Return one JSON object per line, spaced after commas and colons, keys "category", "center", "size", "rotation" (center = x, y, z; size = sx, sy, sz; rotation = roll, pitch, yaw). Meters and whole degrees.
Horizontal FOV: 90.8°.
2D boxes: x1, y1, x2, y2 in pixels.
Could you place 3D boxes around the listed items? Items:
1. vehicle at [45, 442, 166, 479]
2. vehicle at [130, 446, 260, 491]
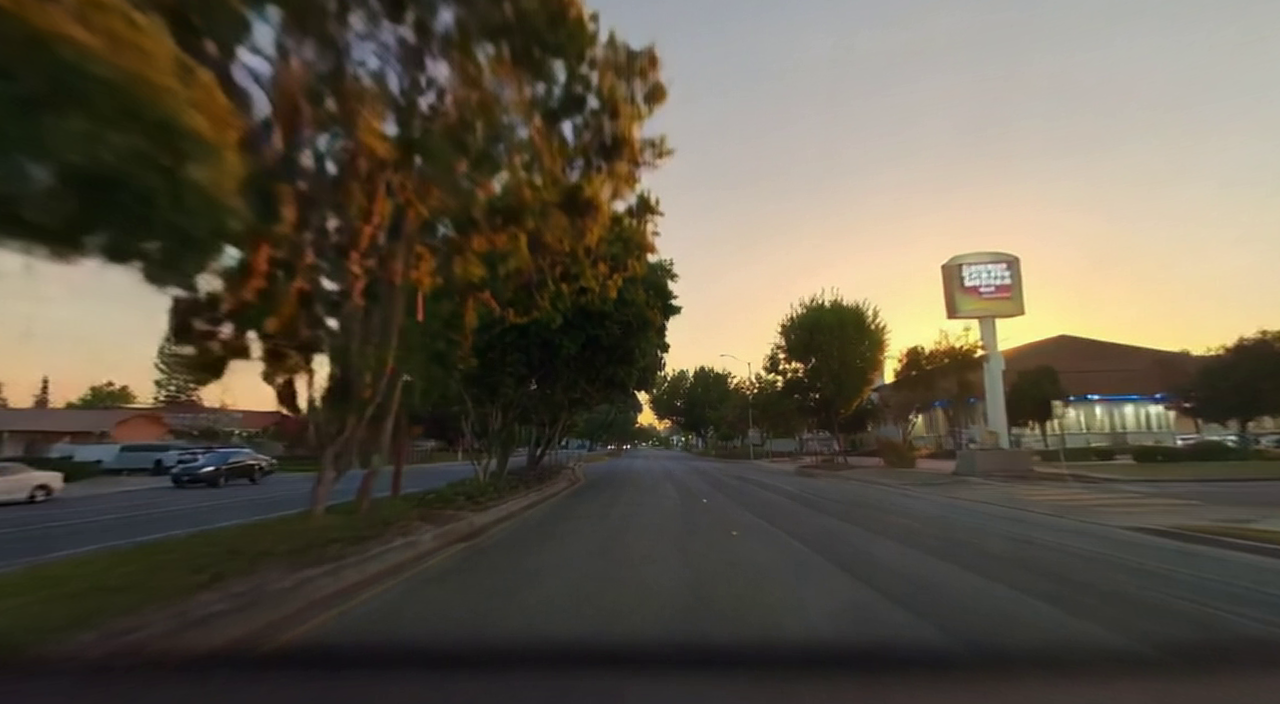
{"category": "vehicle", "center": [-27.025, 5.482, 32.055], "size": [4.294, 1.763, 1.929], "rotation": [0, -9, -1]}
{"category": "vehicle", "center": [-19.206, 5.024, 27.638], "size": [1.906, 1.744, 5.165], "rotation": [0, -9, 0]}
